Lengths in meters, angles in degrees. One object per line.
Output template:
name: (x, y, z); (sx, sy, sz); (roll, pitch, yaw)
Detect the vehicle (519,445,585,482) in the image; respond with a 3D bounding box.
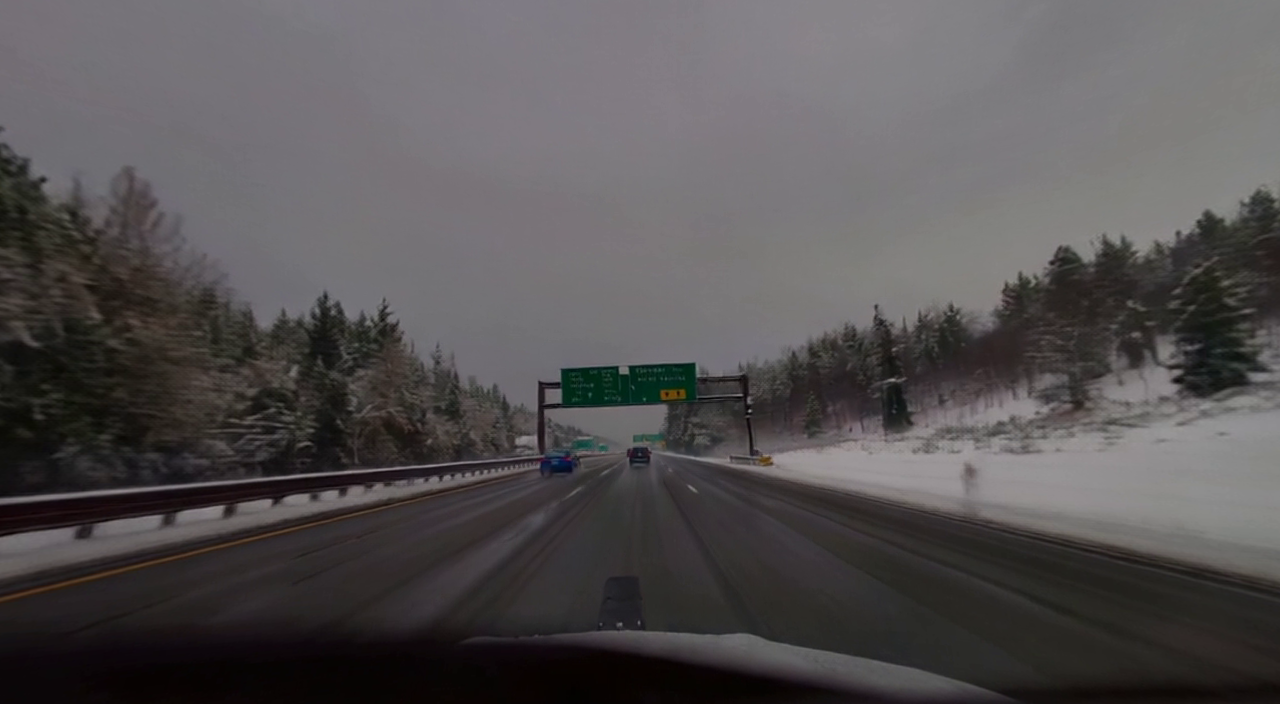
vehicle: (-3.734, 4.838, 27.649); (2.157, 1.483, 4.601); (0, -9, 1)

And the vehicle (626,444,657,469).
vehicle: (0.075, 6.940, 41.996); (2.011, 1.590, 3.607); (0, -9, 0)
